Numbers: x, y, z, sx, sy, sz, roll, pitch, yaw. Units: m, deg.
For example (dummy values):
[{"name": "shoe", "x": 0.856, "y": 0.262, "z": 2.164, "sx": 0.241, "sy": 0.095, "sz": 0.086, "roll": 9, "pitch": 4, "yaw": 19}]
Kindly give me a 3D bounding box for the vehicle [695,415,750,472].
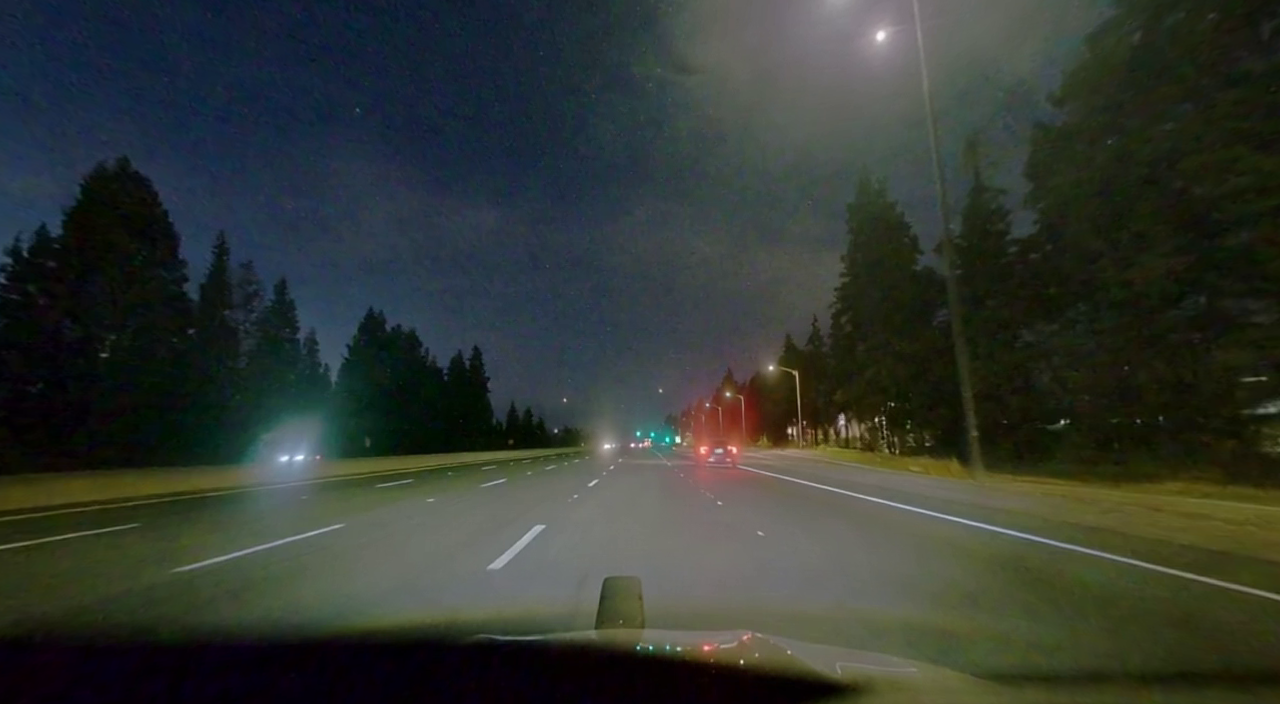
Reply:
[{"name": "vehicle", "x": 3.872, "y": 4.336, "z": 30.058, "sx": 1.928, "sy": 2.466, "sz": 2.982, "roll": -3, "pitch": -8, "yaw": -2}]
